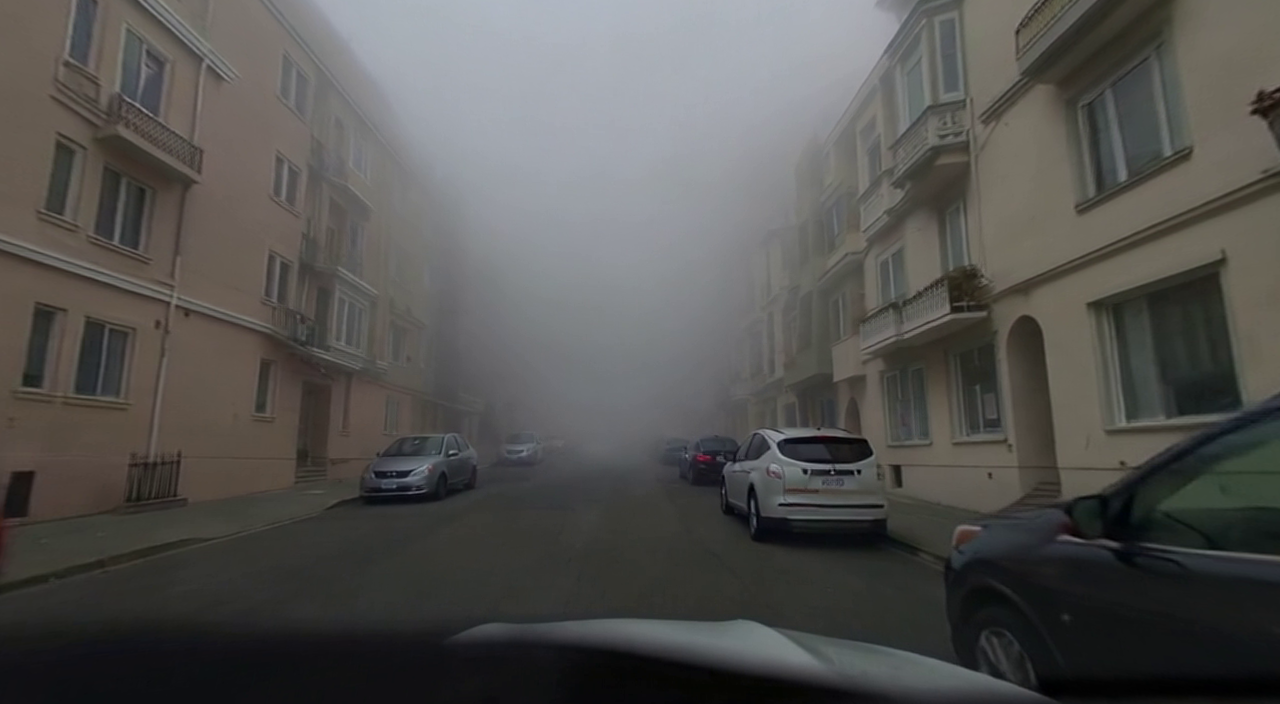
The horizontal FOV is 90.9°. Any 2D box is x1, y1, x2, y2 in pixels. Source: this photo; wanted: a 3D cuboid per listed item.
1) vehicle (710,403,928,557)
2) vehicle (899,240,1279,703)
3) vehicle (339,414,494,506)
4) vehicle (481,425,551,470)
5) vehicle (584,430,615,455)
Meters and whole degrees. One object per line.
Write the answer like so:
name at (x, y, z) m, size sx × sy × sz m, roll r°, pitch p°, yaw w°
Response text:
vehicle at (2.194, 1.676, 8.945) m, size 1.839 × 1.678 × 3.918 m, roll 0°, pitch -8°, yaw -2°
vehicle at (2.255, 0.607, 1.055) m, size 1.897 × 1.717 × 4.028 m, roll 0°, pitch -8°, yaw 0°
vehicle at (-4.564, 2.322, 13.677) m, size 1.883 × 1.499 × 4.426 m, roll 6°, pitch -10°, yaw -3°
vehicle at (-4.884, 3.852, 25.370) m, size 1.942 × 1.521 × 3.761 m, roll 5°, pitch -9°, yaw 0°
vehicle at (-2.562, 5.843, 40.695) m, size 1.845 × 1.544 × 3.388 m, roll 0°, pitch -8°, yaw -1°
